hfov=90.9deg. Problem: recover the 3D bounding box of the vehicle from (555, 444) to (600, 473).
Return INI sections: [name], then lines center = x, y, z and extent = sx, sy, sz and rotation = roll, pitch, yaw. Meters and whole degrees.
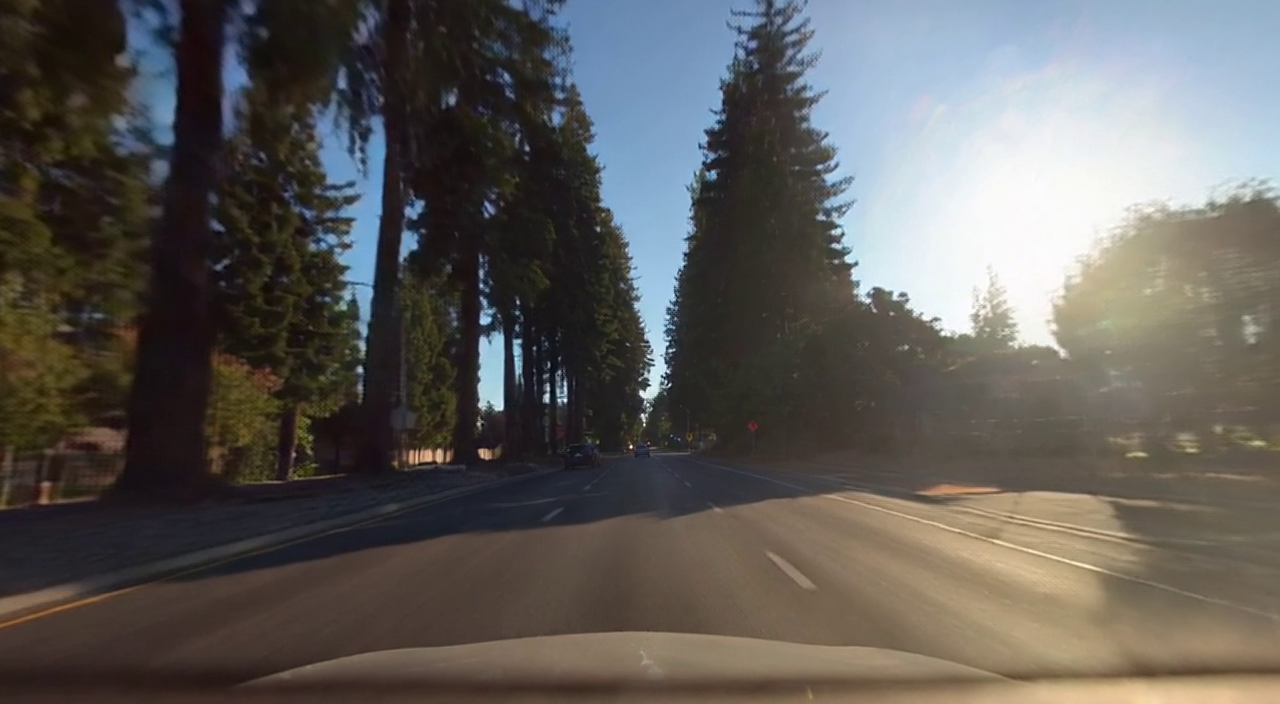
[vehicle]
center = -3.391, 5.852, 34.931
extent = 2.021, 1.466, 4.330
rotation = 0, -9, 1
